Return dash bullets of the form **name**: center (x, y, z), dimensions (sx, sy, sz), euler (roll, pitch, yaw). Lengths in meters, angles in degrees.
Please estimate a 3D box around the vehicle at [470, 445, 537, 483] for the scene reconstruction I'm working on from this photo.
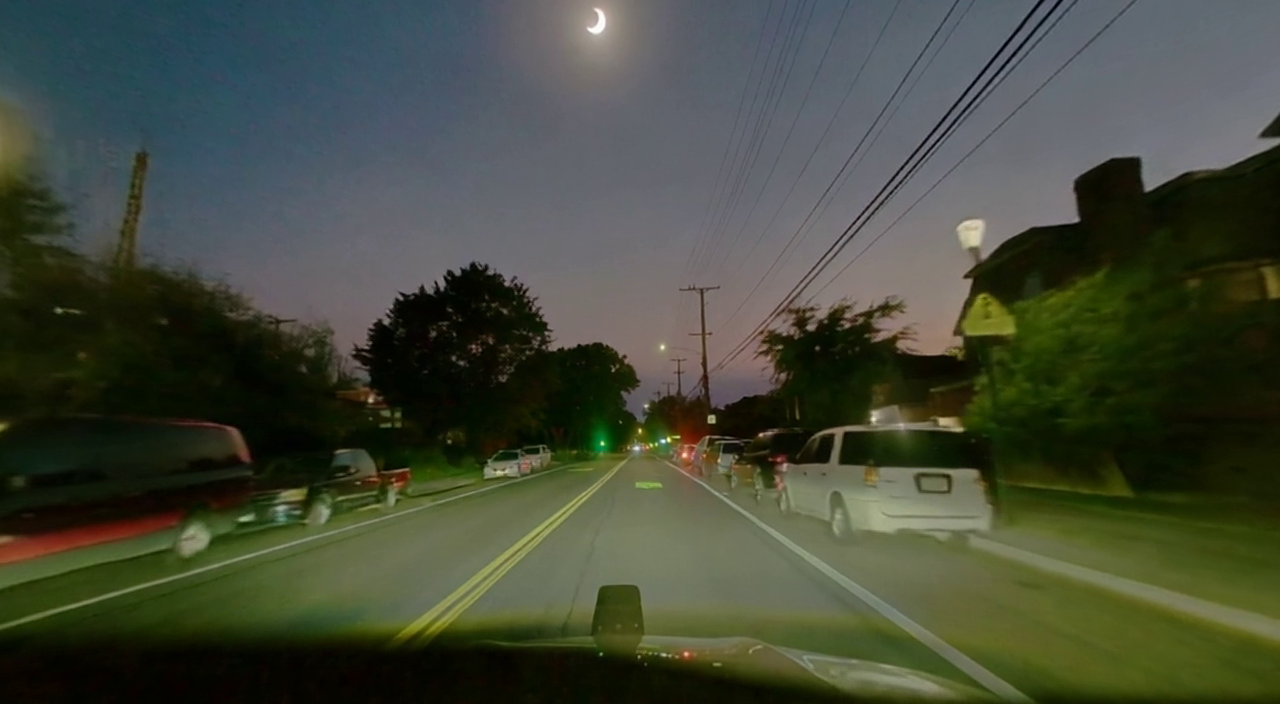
- **vehicle**: center (-6.563, 5.436, 30.948), dimensions (2.084, 1.573, 4.599), euler (-2, -8, 2)

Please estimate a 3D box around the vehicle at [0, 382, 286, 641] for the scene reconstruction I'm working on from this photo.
- **vehicle**: center (-6.479, 1.537, 6.744), dimensions (2.451, 2.099, 5.112), euler (-1, -7, 0)

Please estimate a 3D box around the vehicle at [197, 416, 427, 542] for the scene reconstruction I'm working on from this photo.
- **vehicle**: center (-6.538, 2.529, 13.546), dimensions (2.270, 2.098, 5.130), euler (-1, -7, -1)

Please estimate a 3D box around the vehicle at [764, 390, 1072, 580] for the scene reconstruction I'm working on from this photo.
- **vehicle**: center (3.419, 1.779, 9.310), dimensions (2.065, 1.953, 5.359), euler (0, -9, 0)
